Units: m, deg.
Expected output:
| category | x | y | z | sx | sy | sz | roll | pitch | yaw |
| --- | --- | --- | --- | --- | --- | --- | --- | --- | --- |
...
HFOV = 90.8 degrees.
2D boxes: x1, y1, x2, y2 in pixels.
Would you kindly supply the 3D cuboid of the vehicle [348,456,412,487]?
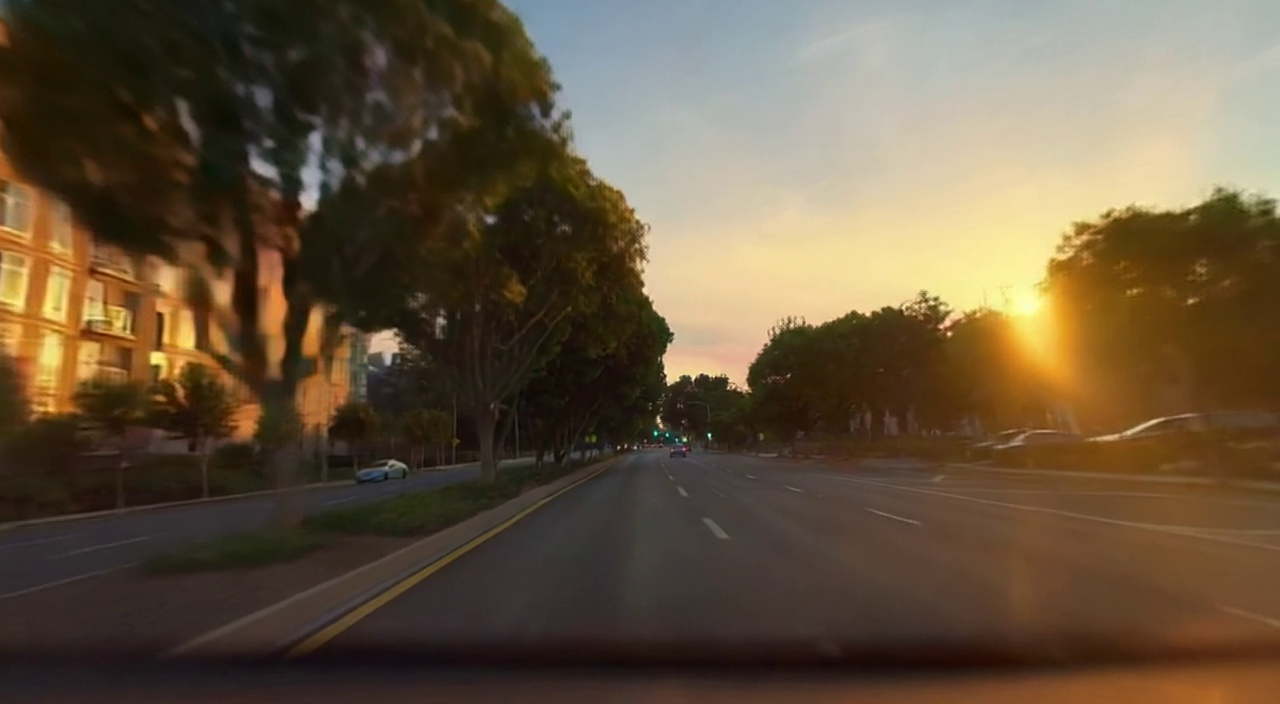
| category | x | y | z | sx | sy | sz | roll | pitch | yaw |
| --- | --- | --- | --- | --- | --- | --- | --- | --- | --- |
| vehicle | -15.861 | 7.266 | 38.789 | 1.975 | 1.629 | 4.491 | 0 | -8 | 0 |
